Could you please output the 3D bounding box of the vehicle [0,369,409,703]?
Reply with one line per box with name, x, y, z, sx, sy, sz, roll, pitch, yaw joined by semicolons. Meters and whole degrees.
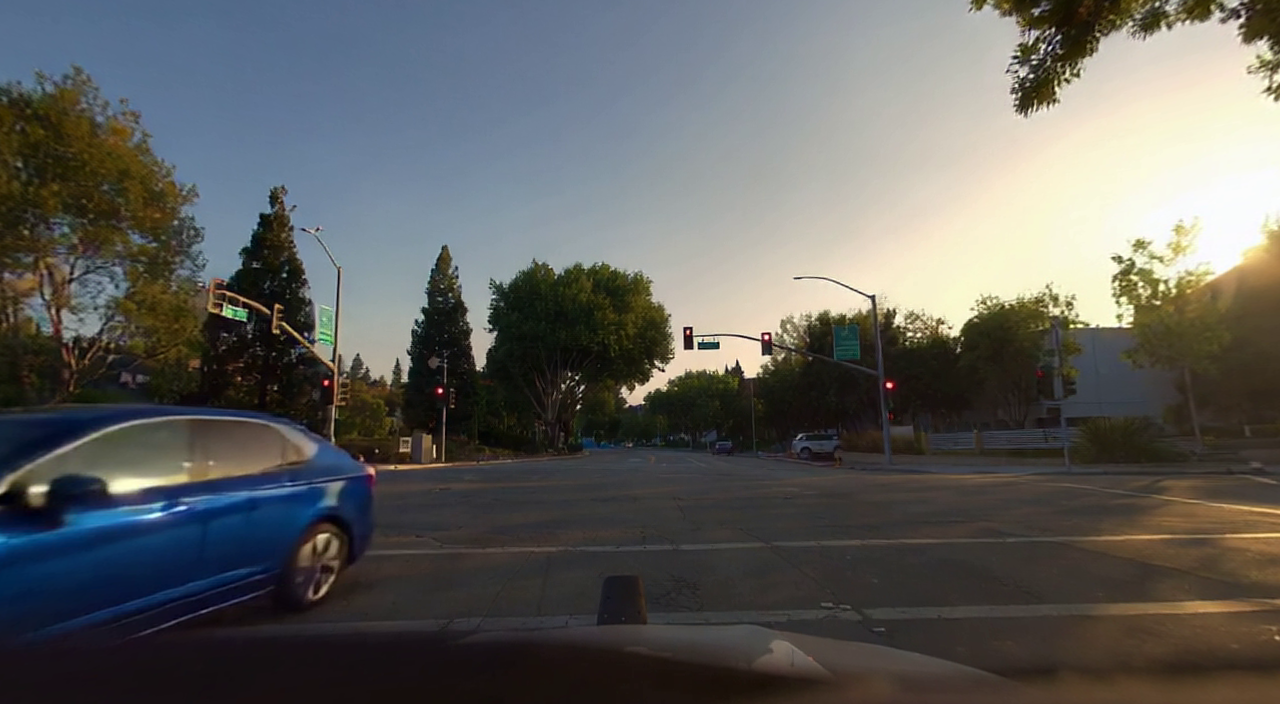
vehicle;-3.872;1.195;4.491;2.134;1.768;4.580;-1;-8;9
